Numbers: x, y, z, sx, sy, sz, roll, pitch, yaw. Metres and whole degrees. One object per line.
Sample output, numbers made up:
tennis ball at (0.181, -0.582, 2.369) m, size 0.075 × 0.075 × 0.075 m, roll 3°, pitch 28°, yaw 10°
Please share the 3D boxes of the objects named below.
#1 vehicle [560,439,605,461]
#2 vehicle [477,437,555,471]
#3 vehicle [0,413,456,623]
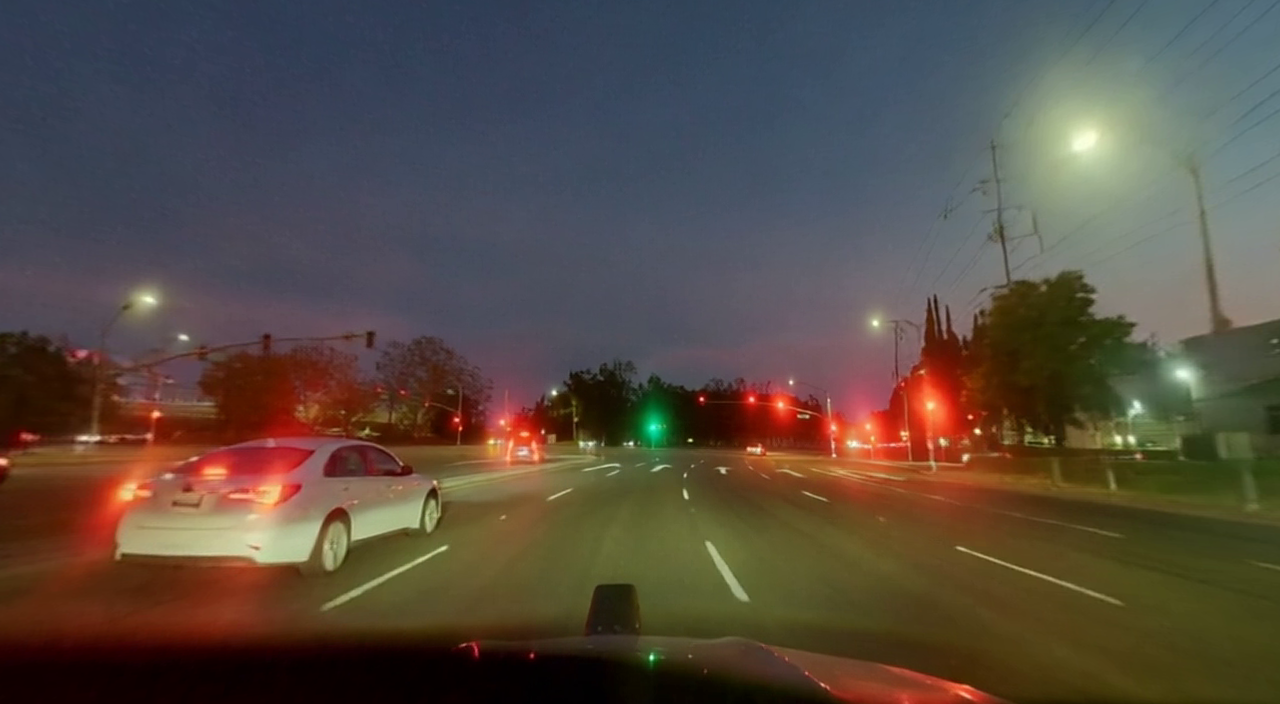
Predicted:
vehicle at (-3.993, 6.911, 44.620) m, size 2.016 × 1.501 × 4.903 m, roll -2°, pitch -9°, yaw 9°
vehicle at (-5.835, 4.893, 30.469) m, size 2.080 × 1.495 × 5.242 m, roll -1°, pitch -9°, yaw 8°
vehicle at (-3.594, 1.493, 6.642) m, size 1.934 × 1.463 × 4.220 m, roll 0°, pitch -9°, yaw 2°
